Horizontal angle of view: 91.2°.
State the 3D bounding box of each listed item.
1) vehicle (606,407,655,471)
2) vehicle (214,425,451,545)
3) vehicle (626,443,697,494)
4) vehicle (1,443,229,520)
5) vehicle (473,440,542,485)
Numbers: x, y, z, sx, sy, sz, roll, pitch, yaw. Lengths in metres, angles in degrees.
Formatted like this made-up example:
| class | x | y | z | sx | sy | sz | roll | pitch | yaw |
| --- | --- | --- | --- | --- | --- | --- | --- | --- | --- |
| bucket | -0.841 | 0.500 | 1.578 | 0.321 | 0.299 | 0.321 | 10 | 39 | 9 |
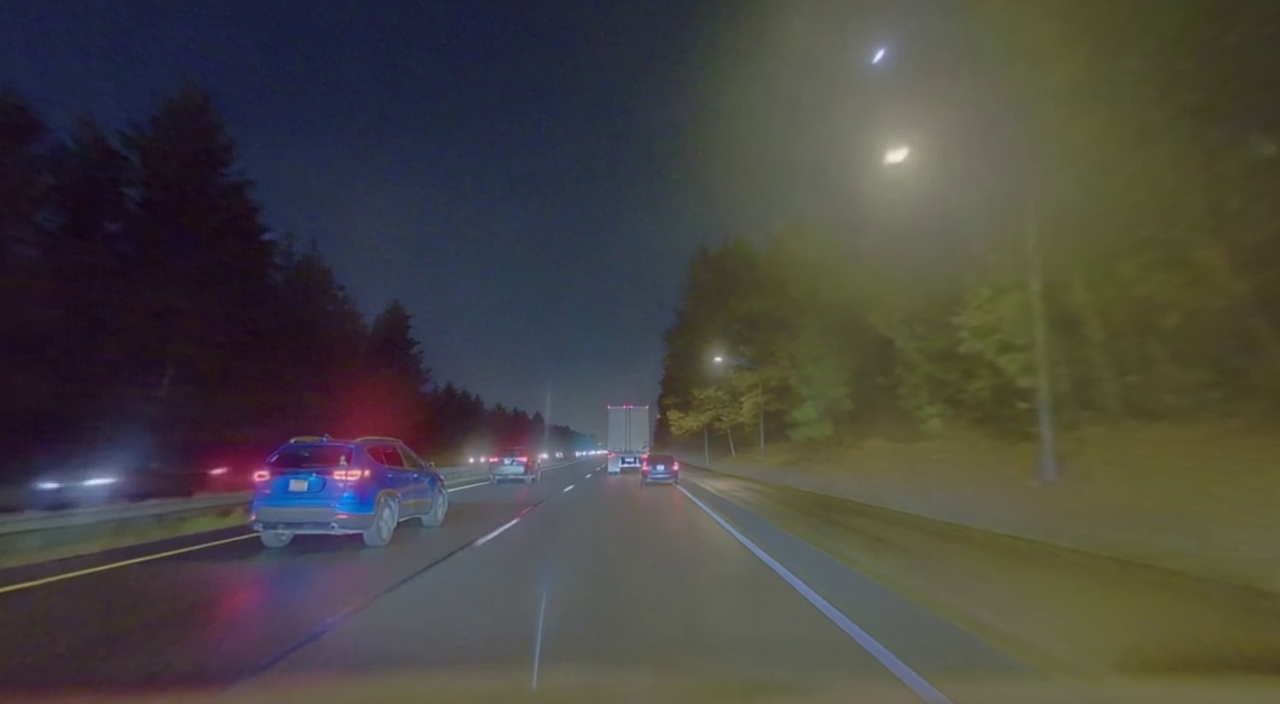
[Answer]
| class | x | y | z | sx | sy | sz | roll | pitch | yaw |
| --- | --- | --- | --- | --- | --- | --- | --- | --- | --- |
| vehicle | -0.864 | 6.343 | 45.246 | 3.113 | 4.066 | 10.786 | 0 | -9 | -3 |
| vehicle | -4.994 | 2.204 | 11.009 | 2.100 | 1.671 | 4.105 | 0 | -9 | -1 |
| vehicle | 0.589 | 3.779 | 20.657 | 2.026 | 1.489 | 4.045 | 0 | -9 | -2 |
| vehicle | -13.443 | 3.304 | 16.548 | 2.191 | 1.706 | 4.471 | 0 | -9 | -1 |
| vehicle | -5.333 | 4.509 | 25.748 | 2.035 | 1.664 | 4.064 | 0 | -9 | -1 |
